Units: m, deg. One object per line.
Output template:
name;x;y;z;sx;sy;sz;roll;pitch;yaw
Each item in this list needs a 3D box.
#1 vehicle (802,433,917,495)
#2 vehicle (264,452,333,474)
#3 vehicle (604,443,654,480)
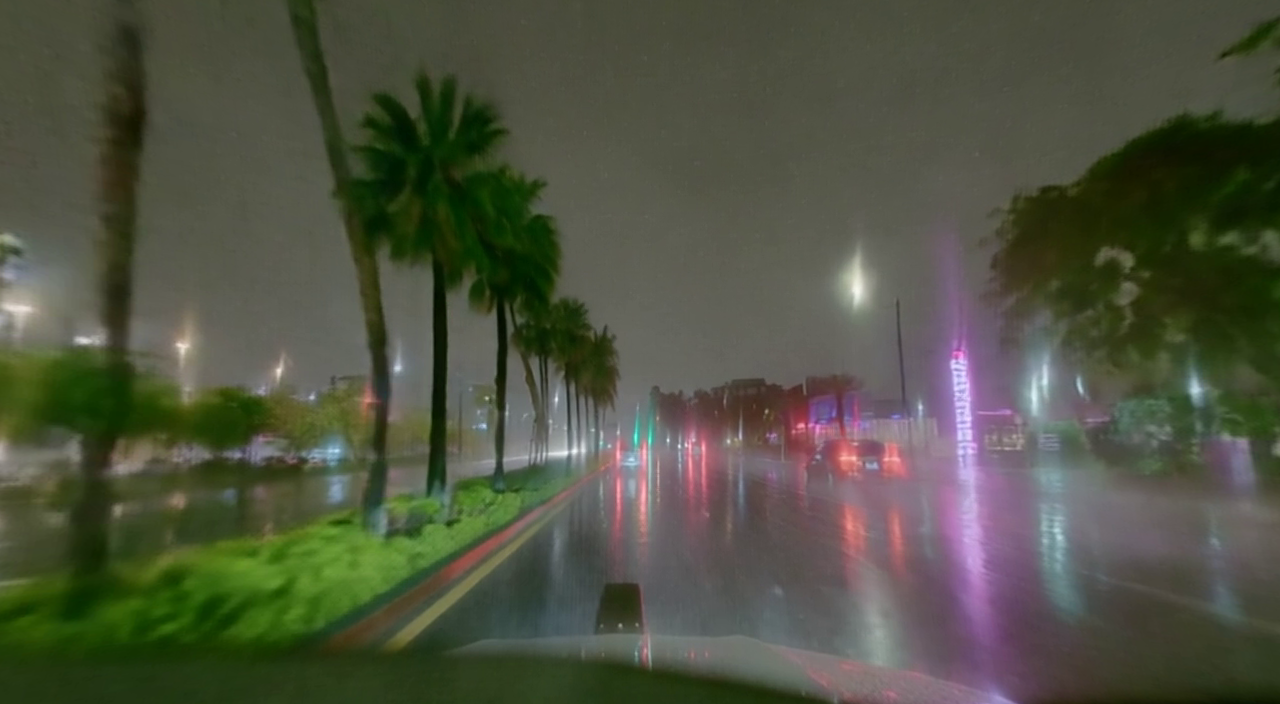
vehicle;6.408;3.304;18.926;1.949;1.647;3.894;0;-8;-2
vehicle;-24.463;7.928;45.111;3.898;1.459;1.680;1;-8;-2
vehicle;-0.441;4.560;26.500;1.970;1.402;3.756;0;-8;0
